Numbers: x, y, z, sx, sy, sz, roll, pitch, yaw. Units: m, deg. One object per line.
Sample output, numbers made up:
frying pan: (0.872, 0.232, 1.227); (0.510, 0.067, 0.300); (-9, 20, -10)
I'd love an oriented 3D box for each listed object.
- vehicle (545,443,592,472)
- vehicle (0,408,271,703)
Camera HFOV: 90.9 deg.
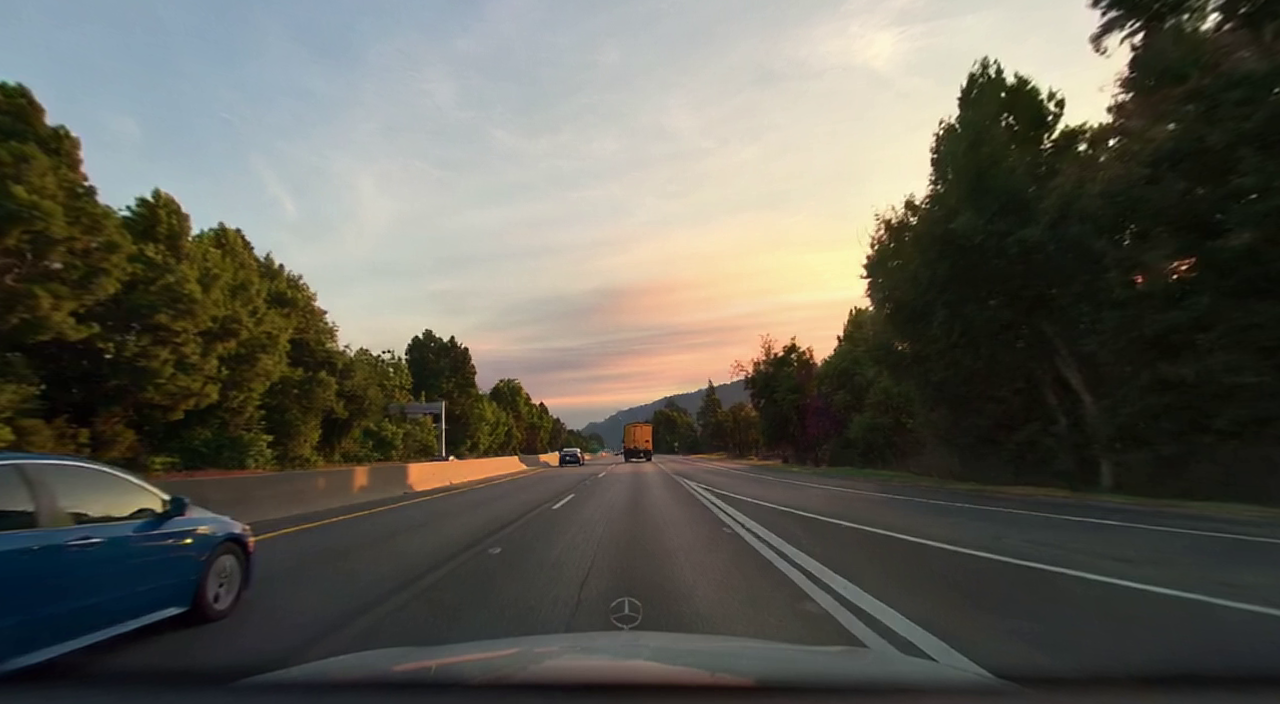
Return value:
vehicle: (-4.281, 6.358, 38.280); (2.311, 1.655, 4.382); (0, -9, 1)
vehicle: (-3.752, 0.960, 2.450); (1.916, 1.506, 4.476); (0, -9, 0)
